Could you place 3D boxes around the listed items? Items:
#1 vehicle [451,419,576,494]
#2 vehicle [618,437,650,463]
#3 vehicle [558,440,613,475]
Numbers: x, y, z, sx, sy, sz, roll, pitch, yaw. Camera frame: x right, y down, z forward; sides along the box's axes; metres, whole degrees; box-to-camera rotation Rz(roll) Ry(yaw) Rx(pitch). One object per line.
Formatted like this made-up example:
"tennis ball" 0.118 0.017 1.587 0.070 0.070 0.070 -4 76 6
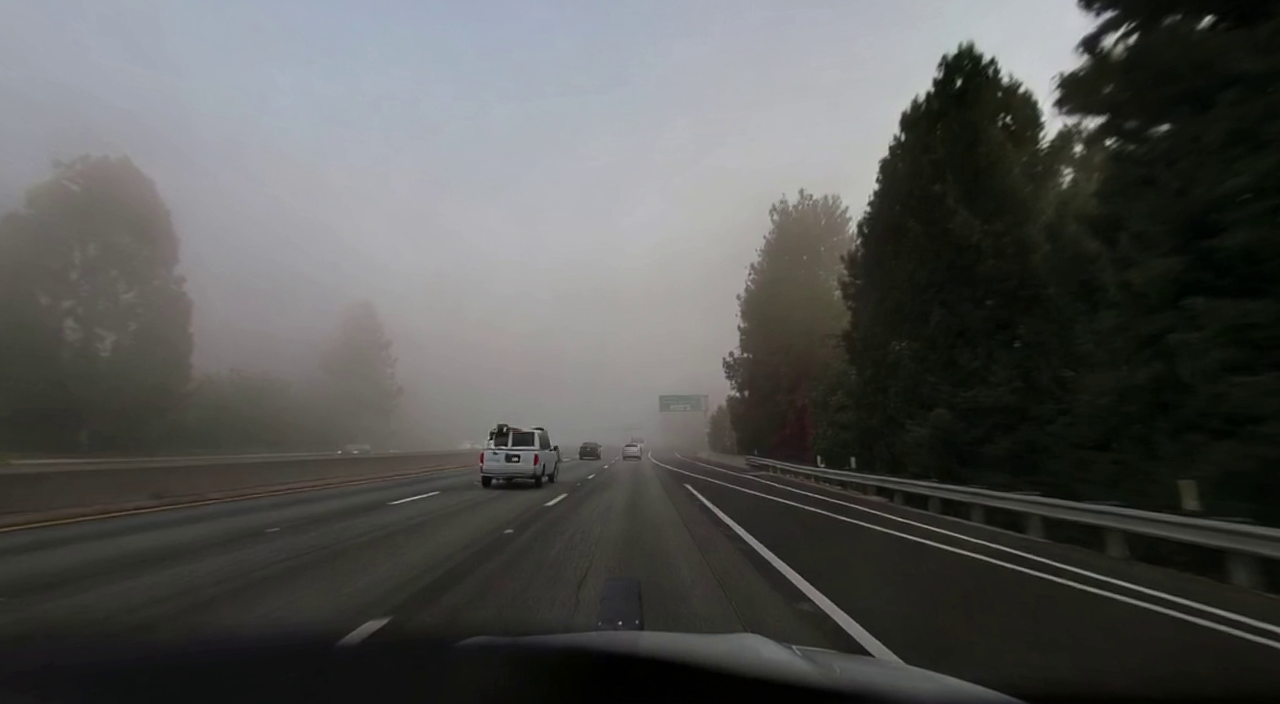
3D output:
"vehicle" -3.627 3.175 19.418 2.497 1.957 5.432 0 -9 3
"vehicle" -0.456 7.421 48.124 2.306 1.857 4.657 0 -9 0
"vehicle" -2.531 5.058 30.577 2.068 1.539 4.720 0 -9 3
